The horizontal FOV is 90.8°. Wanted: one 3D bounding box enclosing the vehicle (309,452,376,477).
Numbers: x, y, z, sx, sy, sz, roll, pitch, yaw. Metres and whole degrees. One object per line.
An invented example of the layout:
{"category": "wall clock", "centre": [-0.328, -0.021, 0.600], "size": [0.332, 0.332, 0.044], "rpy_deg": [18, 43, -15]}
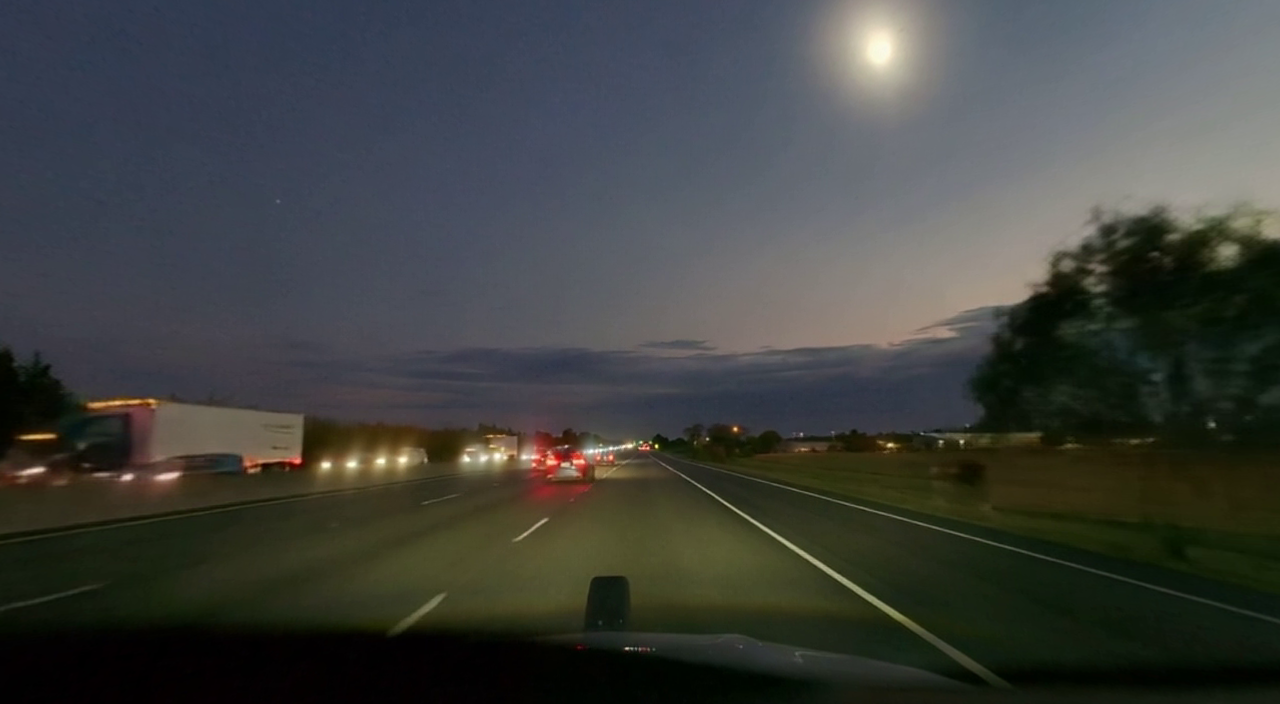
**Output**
{"category": "vehicle", "centre": [-19.195, 7.243, 40.930], "size": [2.277, 1.479, 4.248], "rpy_deg": [0, -9, 0]}

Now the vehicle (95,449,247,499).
{"category": "vehicle", "centre": [-15.610, 4.034, 21.332], "size": [1.904, 1.501, 4.158], "rpy_deg": [0, -9, 0]}

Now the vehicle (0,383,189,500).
{"category": "vehicle", "centre": [-22.924, 3.734, 26.164], "size": [3.289, 4.194, 6.586], "rpy_deg": [0, -9, 0]}

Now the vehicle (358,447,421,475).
{"category": "vehicle", "centre": [-15.460, 6.745, 39.255], "size": [1.996, 1.562, 4.705], "rpy_deg": [0, -9, 0]}

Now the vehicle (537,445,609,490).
{"category": "vehicle", "centre": [-2.384, 4.250, 23.582], "size": [2.110, 1.500, 4.259], "rpy_deg": [-1, -9, 2]}
